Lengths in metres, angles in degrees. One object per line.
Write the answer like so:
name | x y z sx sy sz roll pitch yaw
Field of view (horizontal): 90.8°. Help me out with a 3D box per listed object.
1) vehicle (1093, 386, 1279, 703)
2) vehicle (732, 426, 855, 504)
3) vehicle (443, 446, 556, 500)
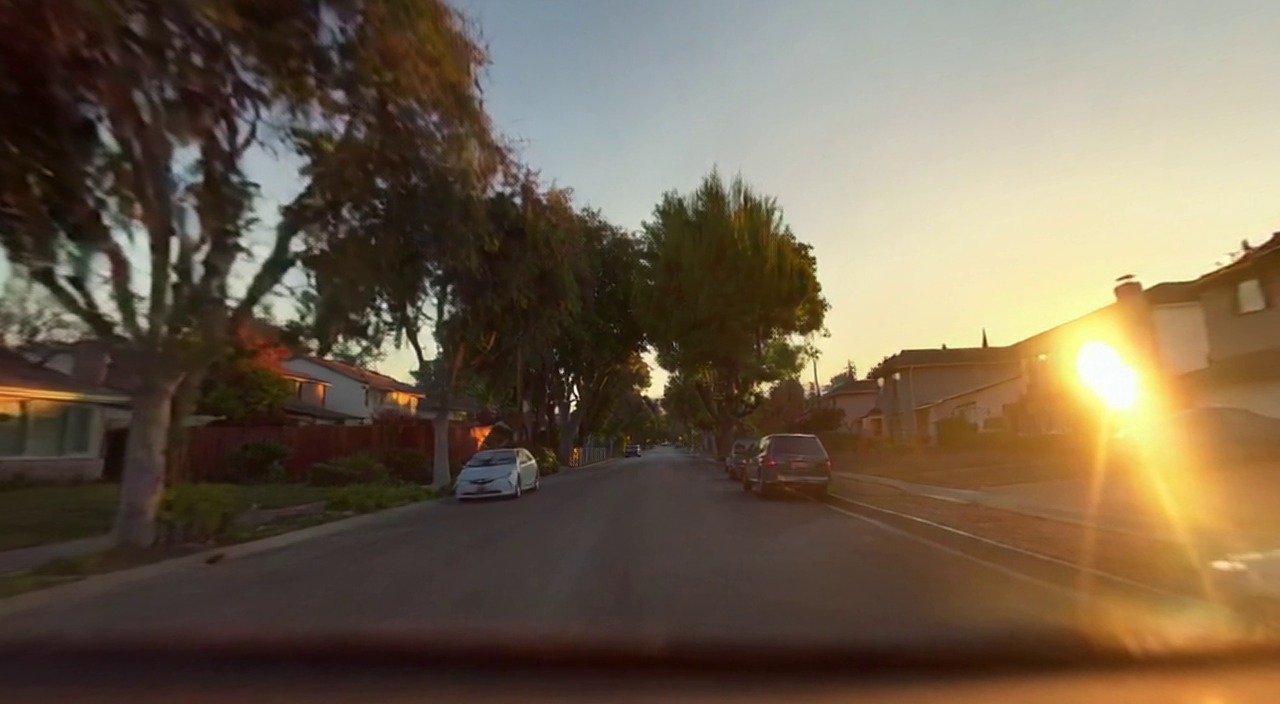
vehicle | 3.644 0.783 1.309 2.079 1.651 4.783 0 -8 4
vehicle | 4.270 3.254 18.770 2.350 1.912 5.696 0 -8 1
vehicle | -4.113 3.657 19.349 2.234 1.377 4.413 -2 -10 3
